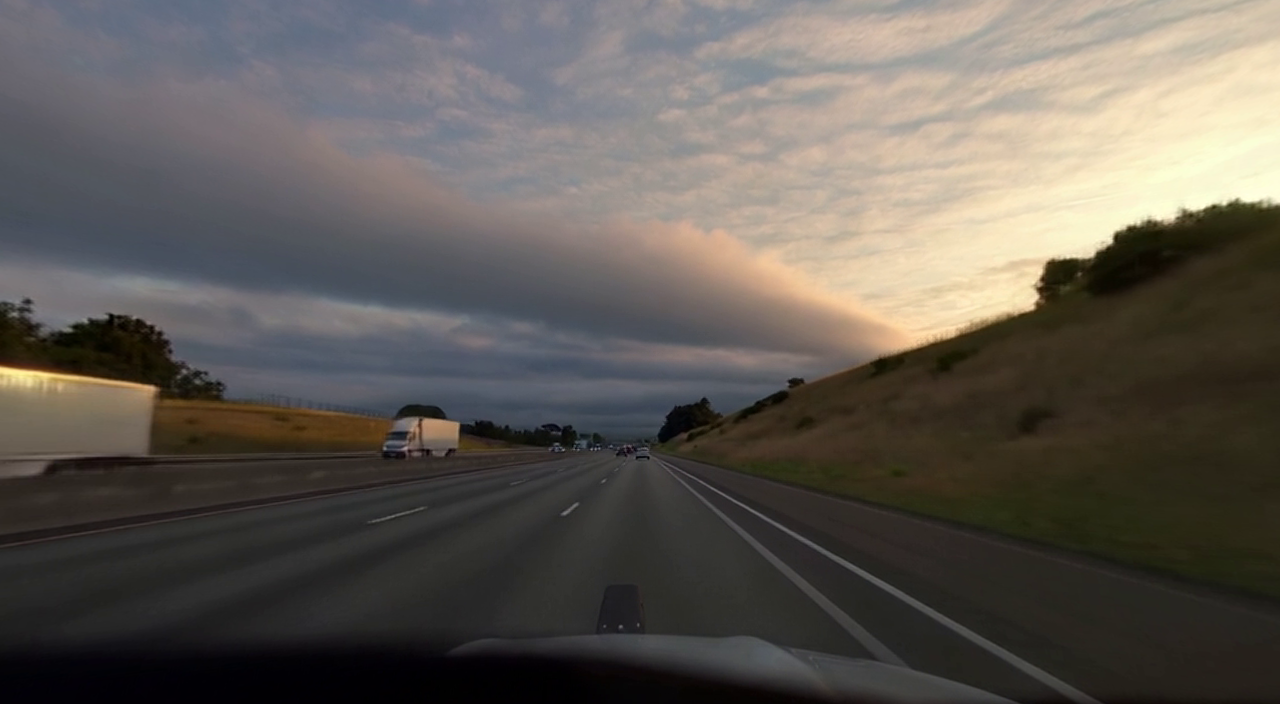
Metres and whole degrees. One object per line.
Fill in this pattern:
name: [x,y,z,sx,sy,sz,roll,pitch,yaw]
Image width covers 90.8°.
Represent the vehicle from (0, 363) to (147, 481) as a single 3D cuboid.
vehicle: [-22.919,2.139,19.819,2.900,3.886,14.872,0,-9,0]
